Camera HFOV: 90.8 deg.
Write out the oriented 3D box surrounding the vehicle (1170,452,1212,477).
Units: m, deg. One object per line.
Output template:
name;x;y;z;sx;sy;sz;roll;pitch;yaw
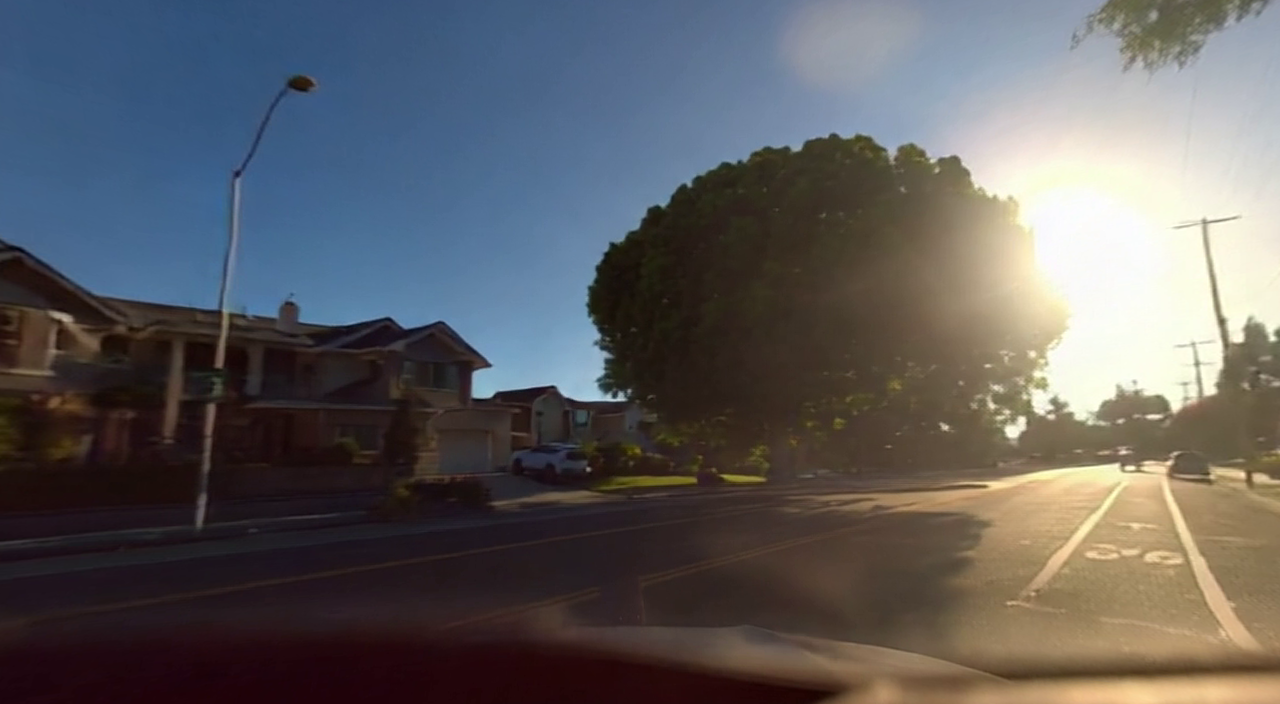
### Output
vehicle;38.188;7.829;43.861;1.971;1.558;4.895;-6;-12;39
